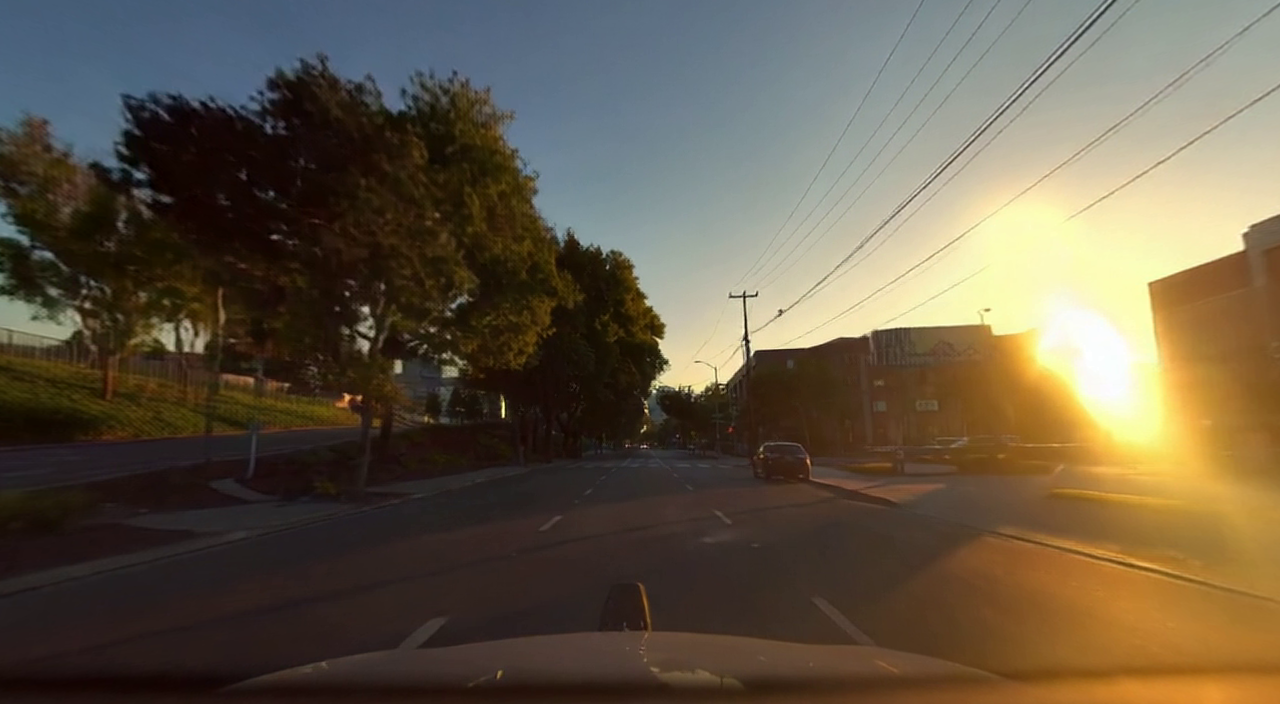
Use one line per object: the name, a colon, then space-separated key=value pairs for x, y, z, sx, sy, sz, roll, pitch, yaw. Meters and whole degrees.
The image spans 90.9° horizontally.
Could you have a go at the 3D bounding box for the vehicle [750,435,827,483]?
vehicle: x=6.061 y=4.446 z=26.433 sx=2.177 sy=1.788 sz=5.106 roll=0 pitch=-8 yaw=2
